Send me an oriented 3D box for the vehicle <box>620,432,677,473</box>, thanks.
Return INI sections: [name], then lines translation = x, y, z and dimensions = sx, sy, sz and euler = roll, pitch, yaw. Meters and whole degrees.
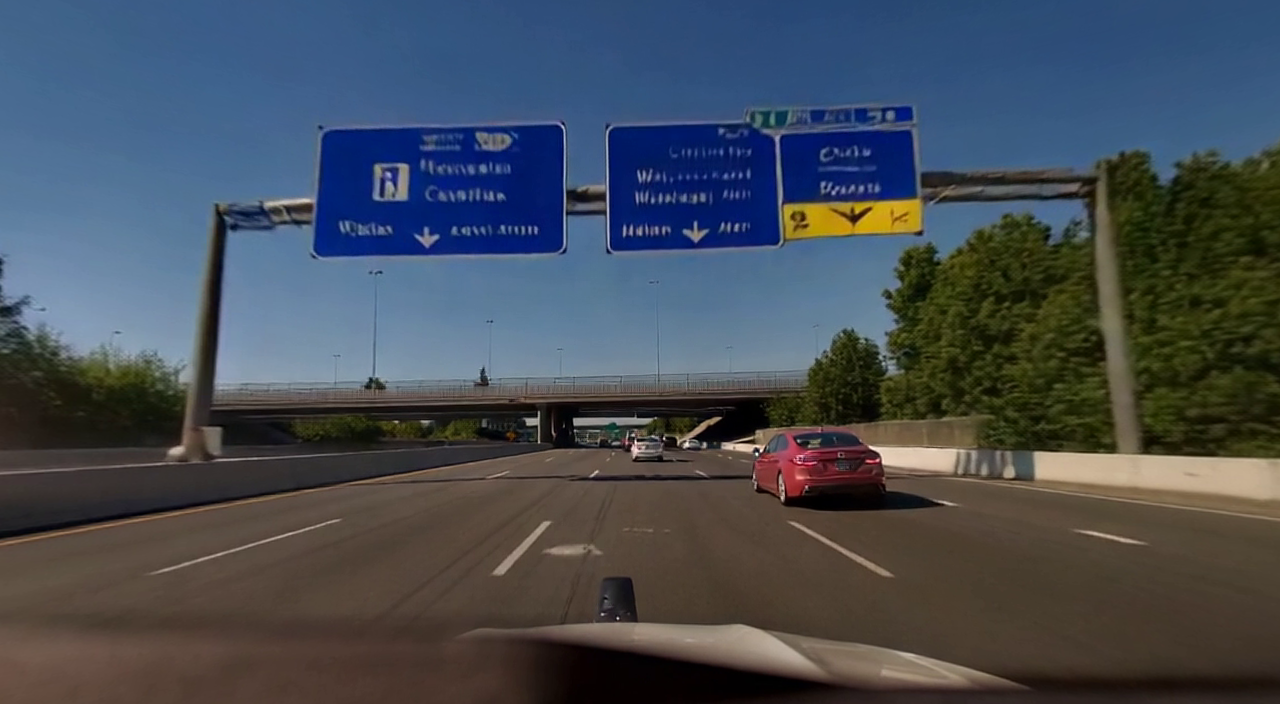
[vehicle]
translation = 0.266, 3.833, 24.290
dimensions = 2.046, 1.467, 3.844
euler = 0, -8, -1
